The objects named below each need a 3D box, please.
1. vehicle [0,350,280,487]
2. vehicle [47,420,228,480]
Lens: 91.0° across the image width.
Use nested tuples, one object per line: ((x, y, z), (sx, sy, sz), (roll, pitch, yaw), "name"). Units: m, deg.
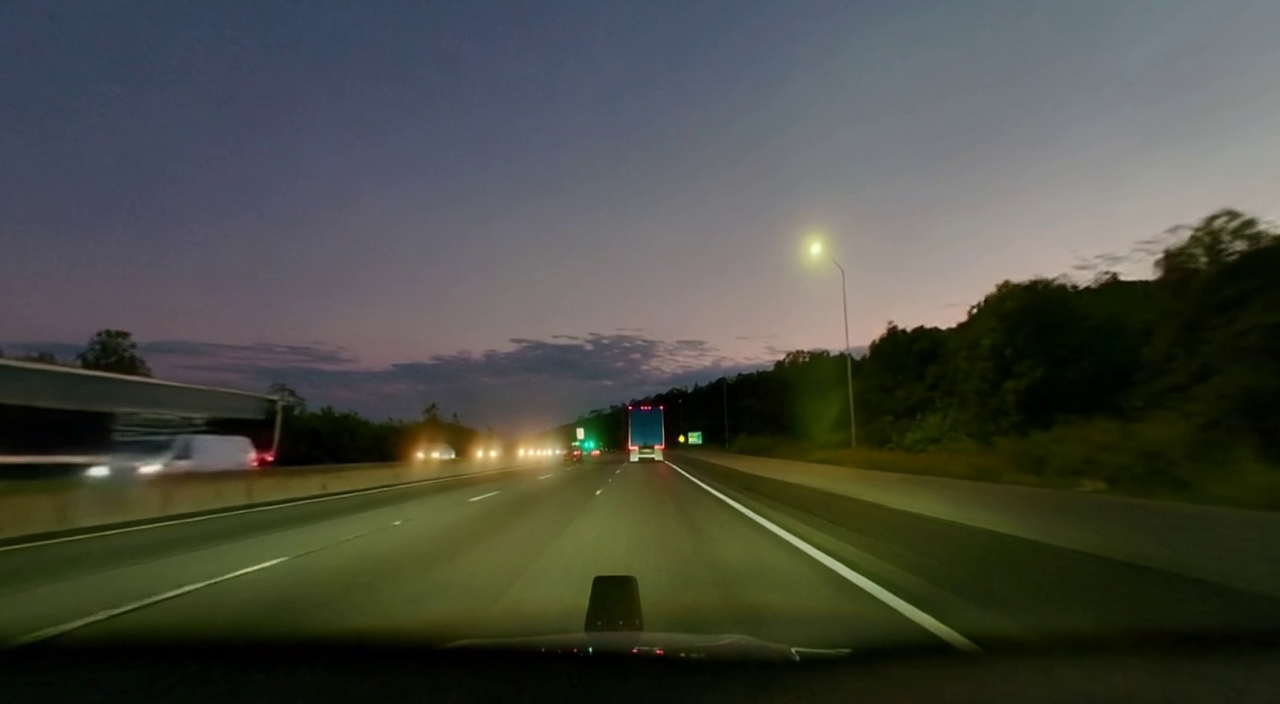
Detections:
((-20.861, 3.008, 25.724), (2.952, 4.104, 15.731), (0, -9, 0), "vehicle")
((-16.281, 3.229, 20.830), (2.006, 1.734, 4.746), (0, -9, 0), "vehicle")
